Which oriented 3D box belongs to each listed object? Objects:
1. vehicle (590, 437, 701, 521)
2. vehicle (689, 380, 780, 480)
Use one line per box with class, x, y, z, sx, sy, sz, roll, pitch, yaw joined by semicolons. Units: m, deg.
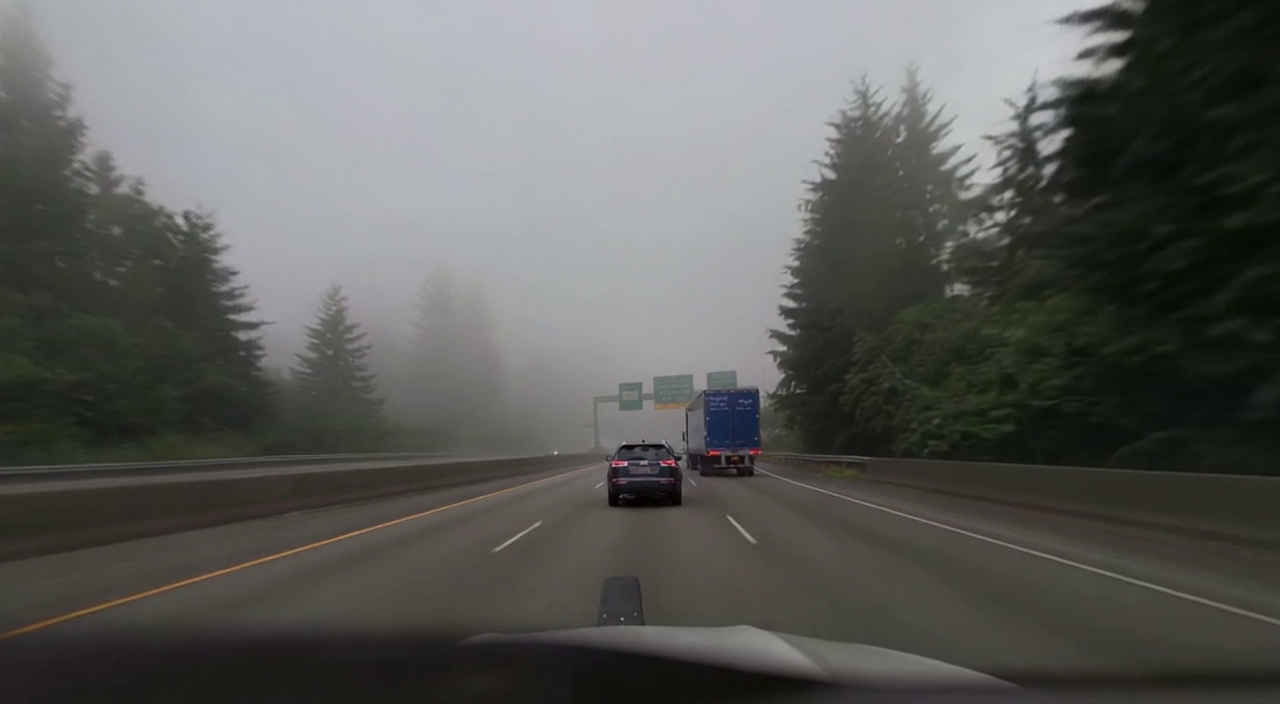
vehicle;0.135;2.714;14.005;2.039;1.532;4.610;0;-9;1
vehicle;4.344;4.250;32.480;2.960;4.018;13.834;0;-9;2
